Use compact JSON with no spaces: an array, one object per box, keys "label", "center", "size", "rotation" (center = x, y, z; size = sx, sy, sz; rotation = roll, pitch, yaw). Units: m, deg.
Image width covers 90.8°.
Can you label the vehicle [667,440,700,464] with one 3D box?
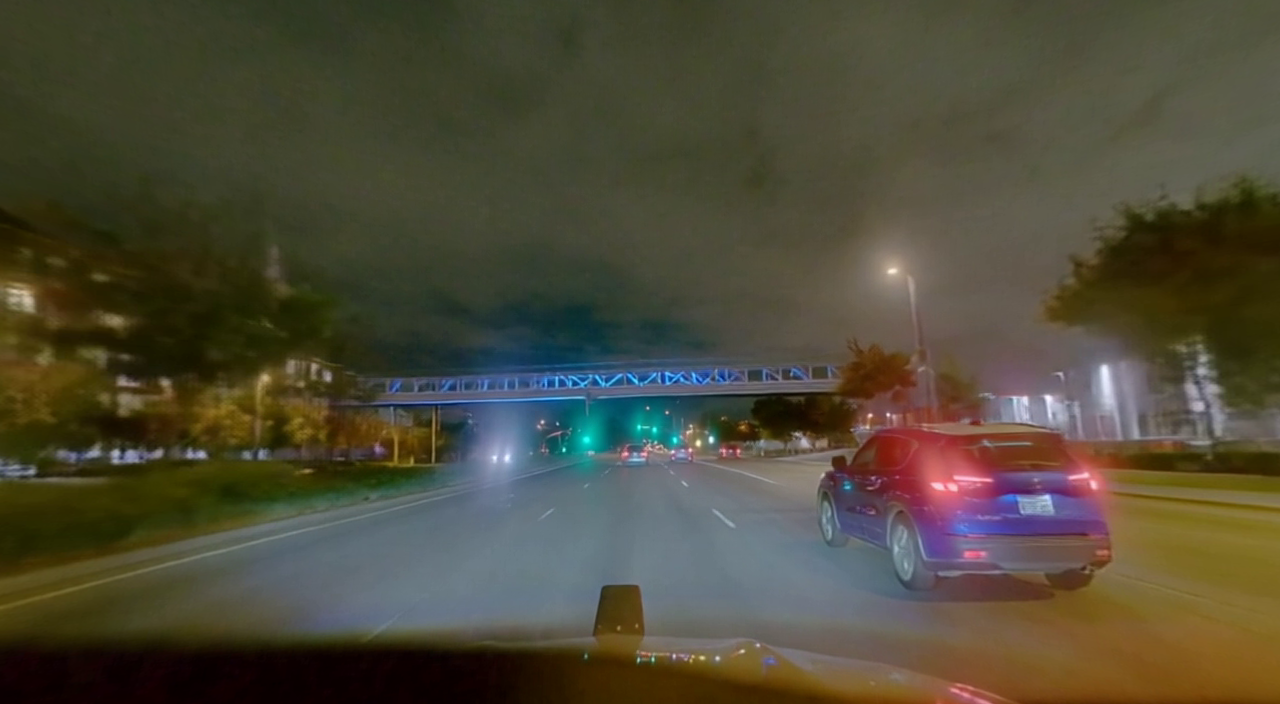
[{"label":"vehicle","center":[3.265,7.623,48.182],"size":[2.165,1.708,3.928],"rotation":[0,-8,-2]}]

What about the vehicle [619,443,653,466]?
[{"label":"vehicle","center":[-0.260,6.873,42.577],"size":[2.173,1.498,4.528],"rotation":[0,-8,0]}]

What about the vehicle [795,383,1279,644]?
[{"label":"vehicle","center":[3.281,1.422,6.640],"size":[2.130,1.741,4.665],"rotation":[0,-8,0]}]
